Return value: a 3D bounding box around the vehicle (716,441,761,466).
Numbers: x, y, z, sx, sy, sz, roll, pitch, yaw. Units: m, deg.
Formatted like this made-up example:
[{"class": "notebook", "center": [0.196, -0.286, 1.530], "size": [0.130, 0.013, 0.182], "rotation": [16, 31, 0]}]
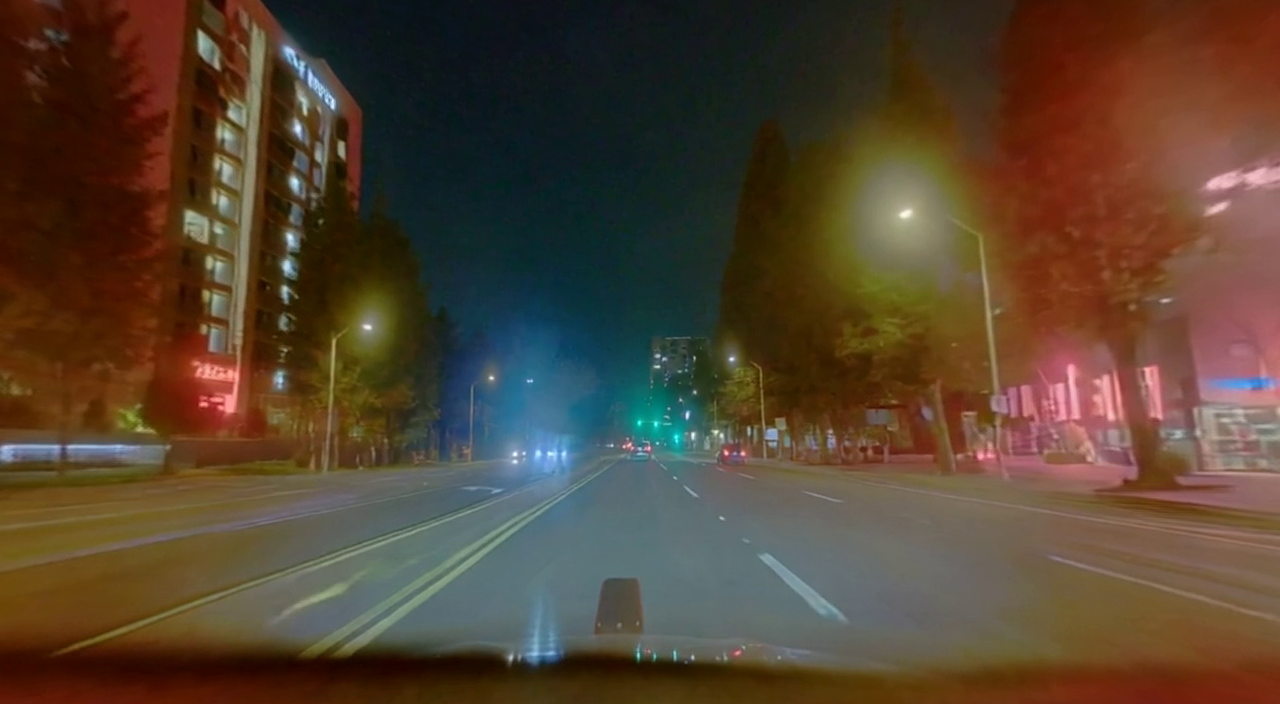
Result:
[{"class": "vehicle", "center": [6.338, 6.589, 41.149], "size": [2.024, 1.475, 4.600], "rotation": [0, -8, -2]}]
